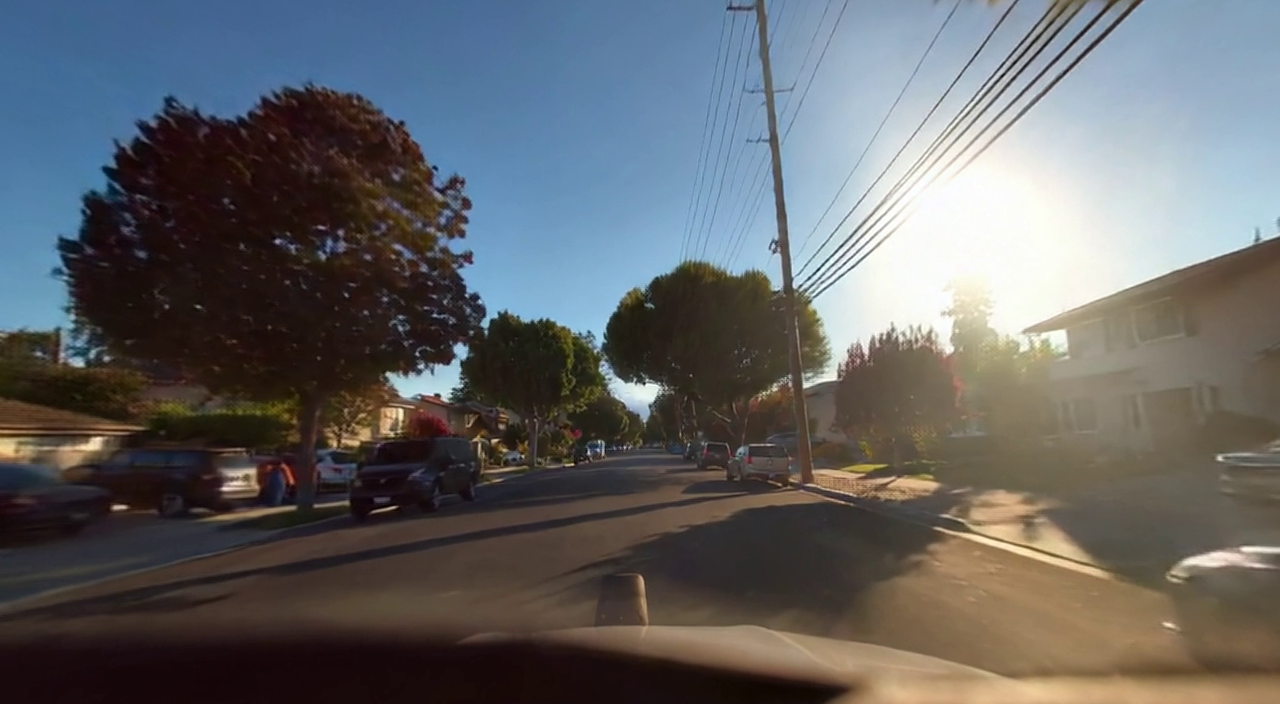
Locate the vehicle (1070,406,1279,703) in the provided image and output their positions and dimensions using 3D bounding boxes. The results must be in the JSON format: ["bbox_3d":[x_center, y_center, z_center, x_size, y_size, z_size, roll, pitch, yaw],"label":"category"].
[{"bbox_3d":[3.980,0.838,1.772,2.086,1.493,4.927,0,-9,0],"label":"vehicle"}]

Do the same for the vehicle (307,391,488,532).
[{"bbox_3d":[-5.972,2.784,16.680,2.313,2.875,6.057,-3,-8,1],"label":"vehicle"}]

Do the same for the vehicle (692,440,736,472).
[{"bbox_3d":[4.296,6.099,37.380,2.105,1.755,4.749,0,-9,2],"label":"vehicle"}]

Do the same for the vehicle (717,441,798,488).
[{"bbox_3d":[4.185,4.077,23.255,2.016,1.544,4.645,0,-9,-1],"label":"vehicle"}]

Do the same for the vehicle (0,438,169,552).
[{"bbox_3d":[-12.589,2.577,11.886,5.419,1.885,2.461,0,-9,0],"label":"vehicle"}]

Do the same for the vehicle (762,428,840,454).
[{"bbox_3d":[12.390,6.902,48.894,5.447,1.895,2.202,0,-8,1],"label":"vehicle"}]
